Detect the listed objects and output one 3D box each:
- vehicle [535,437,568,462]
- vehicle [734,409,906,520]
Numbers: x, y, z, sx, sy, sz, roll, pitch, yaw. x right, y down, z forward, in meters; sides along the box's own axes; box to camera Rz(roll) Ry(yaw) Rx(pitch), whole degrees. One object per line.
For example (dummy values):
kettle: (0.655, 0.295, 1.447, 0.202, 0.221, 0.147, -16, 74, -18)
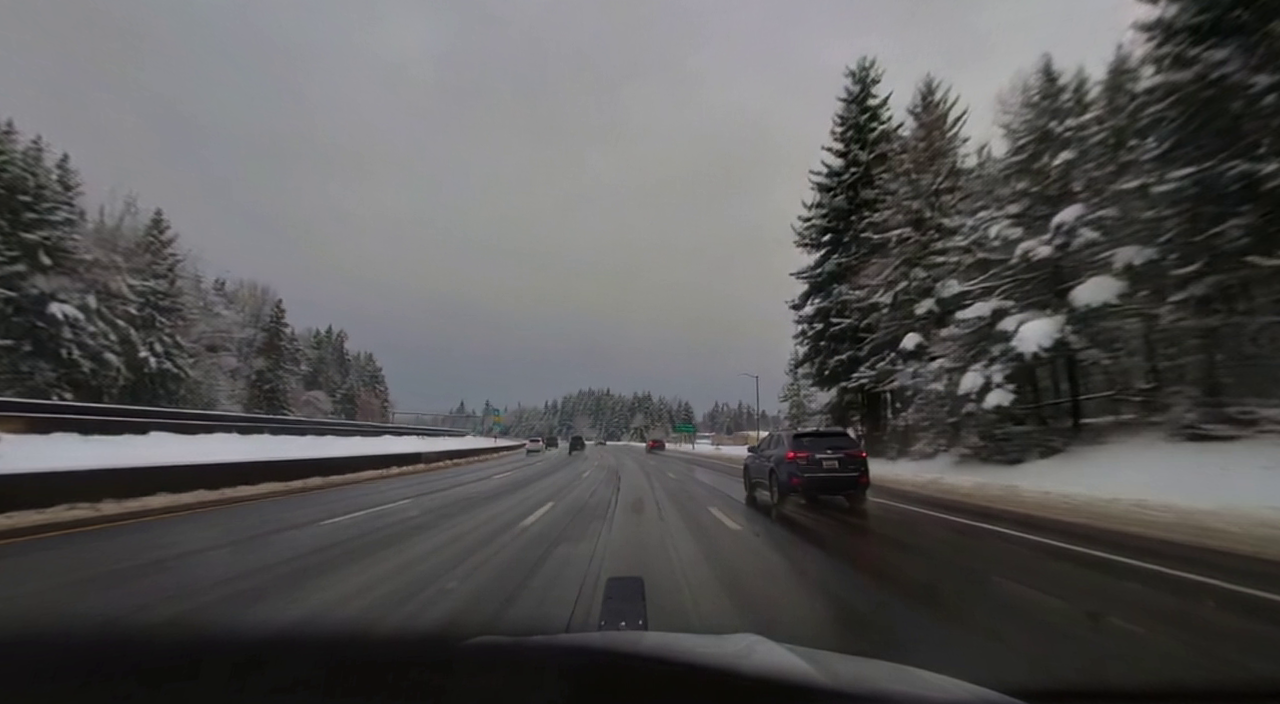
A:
vehicle: (-6.110, 6.813, 44.090, 2.064, 1.645, 4.286, 1, -8, -5)
vehicle: (3.285, 2.160, 12.584, 2.043, 1.795, 4.347, 0, -8, -2)
